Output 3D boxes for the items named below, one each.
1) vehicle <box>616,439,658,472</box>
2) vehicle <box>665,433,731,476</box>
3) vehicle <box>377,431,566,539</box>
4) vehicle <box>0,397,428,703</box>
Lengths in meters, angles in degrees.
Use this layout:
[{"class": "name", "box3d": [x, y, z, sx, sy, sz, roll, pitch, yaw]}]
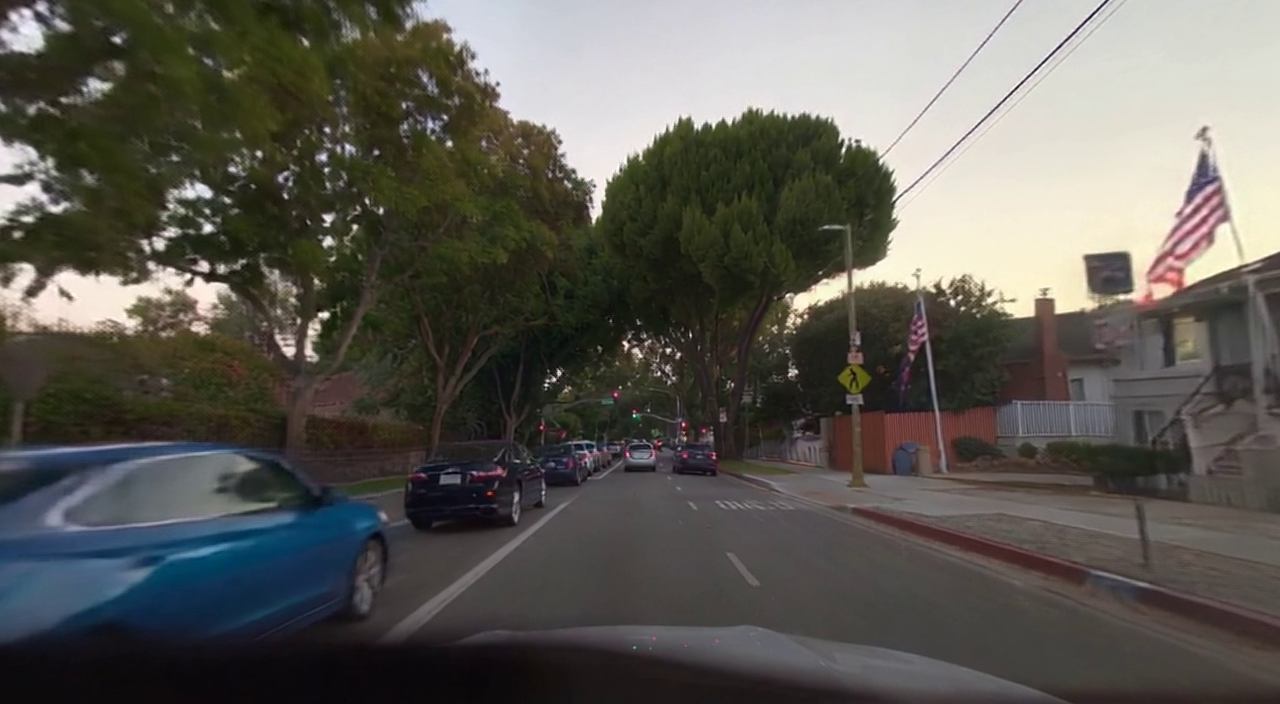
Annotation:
[{"class": "vehicle", "box3d": [-0.170, 5.054, 31.017, 1.927, 1.453, 3.848, 0, -9, 0]}, {"class": "vehicle", "box3d": [2.352, 4.338, 26.923, 2.258, 1.682, 4.635, 0, -9, -1]}, {"class": "vehicle", "box3d": [-2.650, 2.218, 11.234, 2.081, 1.488, 4.566, 0, -9, 0]}, {"class": "vehicle", "box3d": [-3.008, 1.139, 3.659, 1.970, 1.477, 4.380, 0, -9, 1]}]
